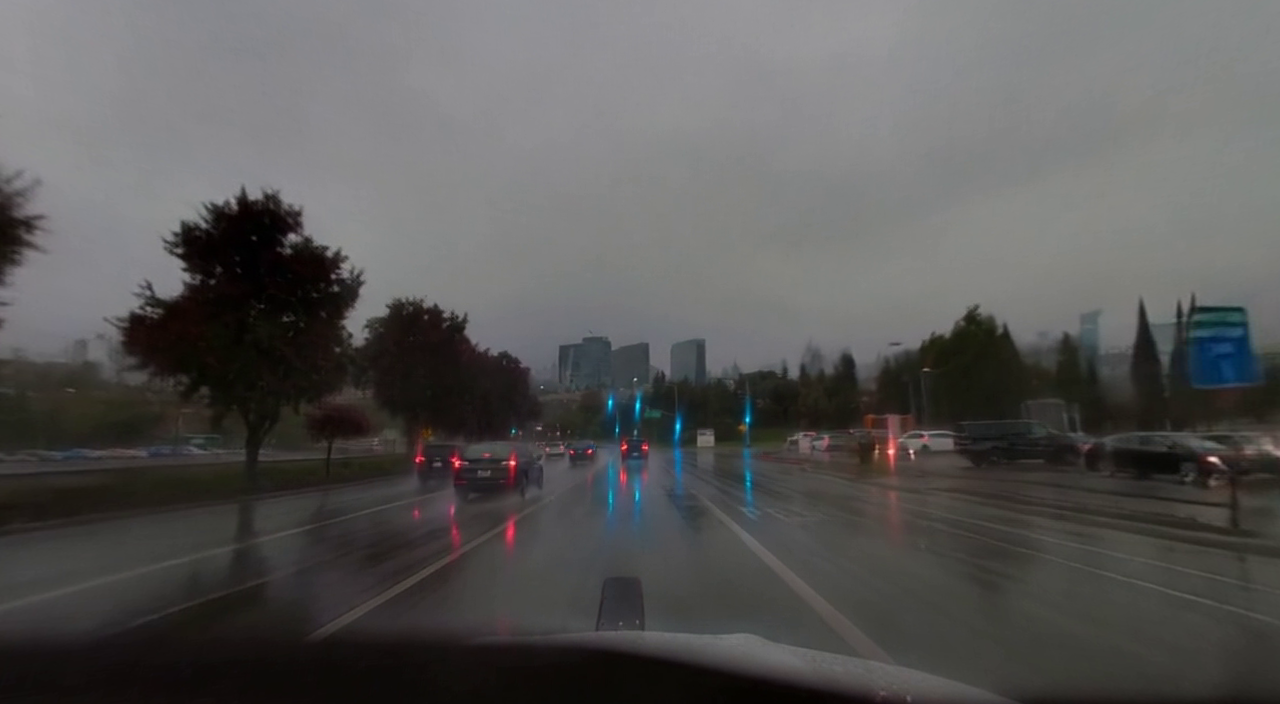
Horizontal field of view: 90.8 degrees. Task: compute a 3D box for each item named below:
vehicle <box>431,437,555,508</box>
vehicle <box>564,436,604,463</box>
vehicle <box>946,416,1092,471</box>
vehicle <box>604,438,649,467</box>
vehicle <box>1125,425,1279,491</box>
[{"bbox_3d":[-3.416,2.889,15.703,1.920,1.480,4.549,0,-8,1],"label":"vehicle"},{"bbox_3d":[-3.702,6.562,42.560,2.144,1.732,4.279,0,-8,2],"label":"vehicle"},{"bbox_3d":[14.973,3.613,24.949,5.394,1.994,2.228,4,-10,-26],"label":"vehicle"},{"bbox_3d":[-0.681,5.407,34.128,2.231,1.481,4.489,0,-8,0],"label":"vehicle"},{"bbox_3d":[14.906,2.675,16.194,4.505,1.472,2.020,4,-10,-26],"label":"vehicle"}]
